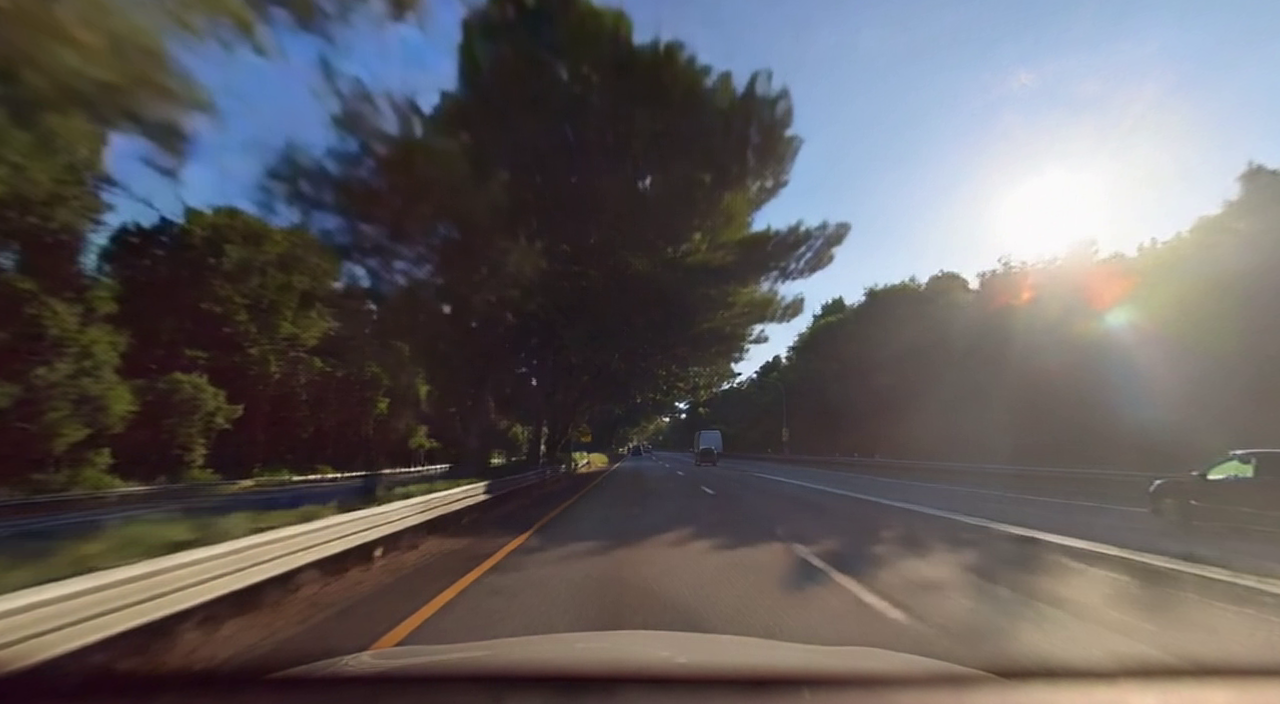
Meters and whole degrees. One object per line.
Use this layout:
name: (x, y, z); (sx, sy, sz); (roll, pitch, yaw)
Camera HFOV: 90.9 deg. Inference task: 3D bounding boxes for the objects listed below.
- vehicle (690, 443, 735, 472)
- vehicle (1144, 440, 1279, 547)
vehicle: (4.218, 6.246, 37.456); (2.058, 1.605, 4.116); (0, -9, -2)
vehicle: (9.353, 1.891, 8.488); (1.926, 1.386, 3.719); (0, -9, -3)
